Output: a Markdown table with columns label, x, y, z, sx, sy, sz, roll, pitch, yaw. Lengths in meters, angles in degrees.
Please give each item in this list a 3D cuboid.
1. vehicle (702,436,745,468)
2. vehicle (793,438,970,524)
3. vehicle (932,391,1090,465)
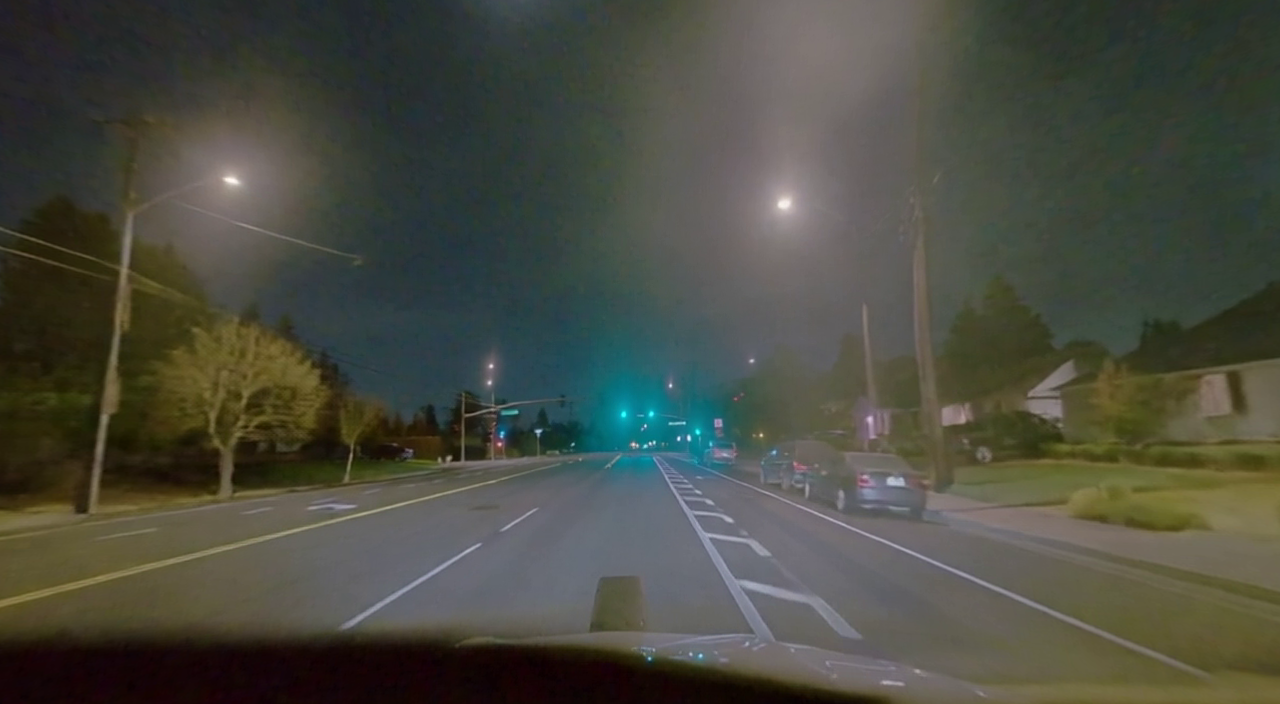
| label | x | y | z | sx | sy | sz | roll | pitch | yaw |
| --- | --- | --- | --- | --- | --- | --- | --- | --- | --- |
| vehicle | 5.097 | 6.191 | 39.052 | 2.170 | 1.869 | 4.594 | 0 | -9 | 2 |
| vehicle | 4.671 | 2.543 | 13.055 | 1.881 | 1.435 | 4.525 | 0 | -9 | 0 |
| vehicle | 13.466 | 2.815 | 23.079 | 4.284 | 1.725 | 1.981 | -12 | -9 | -1 |
